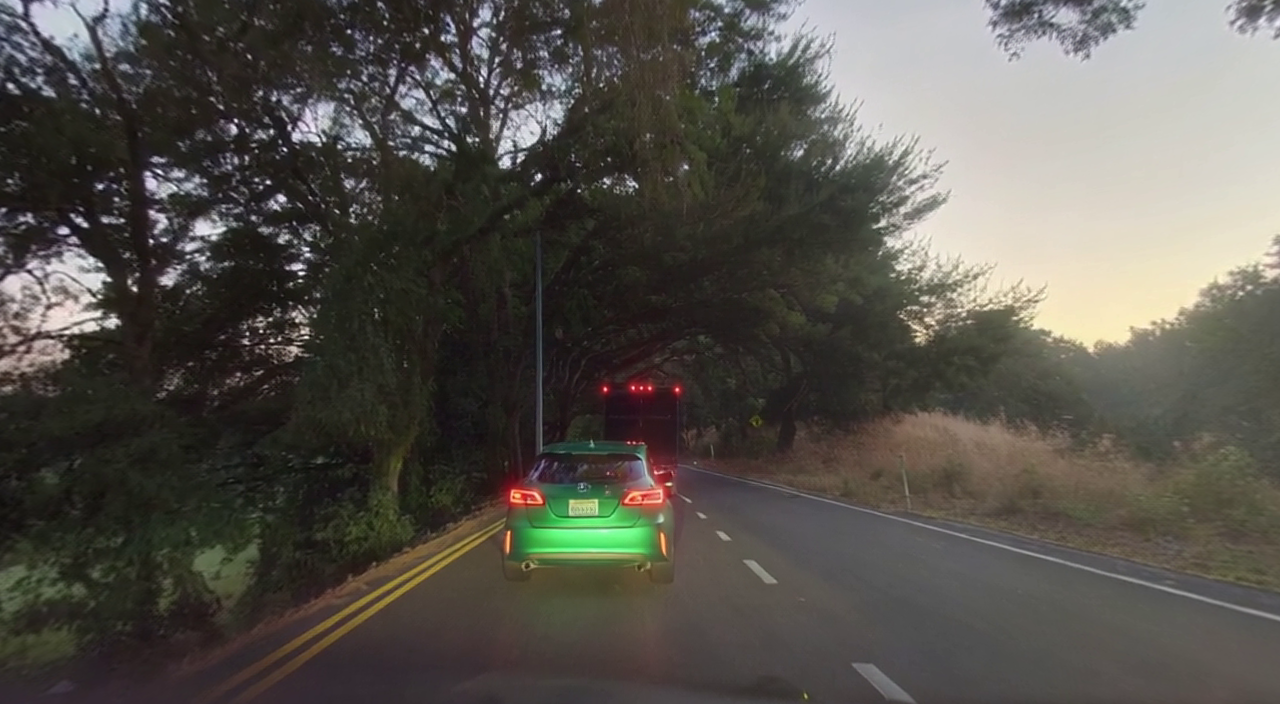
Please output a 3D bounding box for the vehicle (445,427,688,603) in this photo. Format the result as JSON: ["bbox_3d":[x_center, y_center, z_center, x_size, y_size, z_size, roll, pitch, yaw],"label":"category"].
[{"bbox_3d":[-0.623,1.711,7.509,2.076,1.490,4.078,0,-9,0],"label":"vehicle"}]
